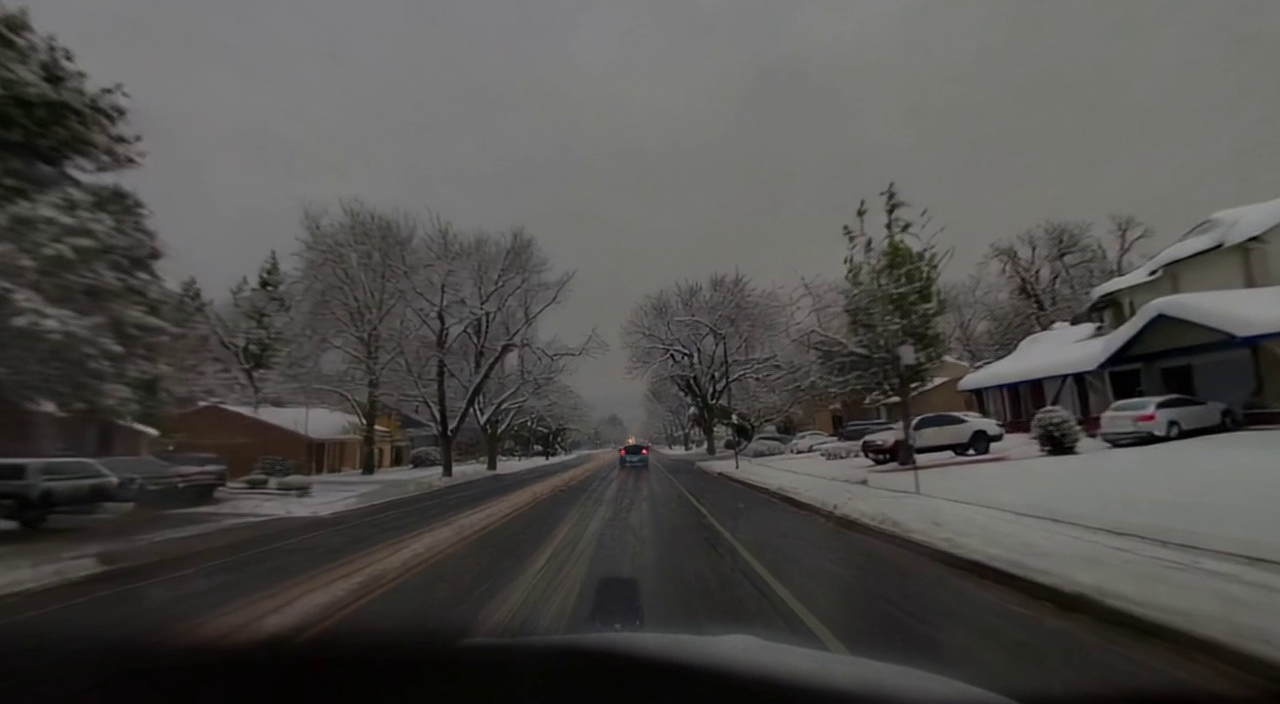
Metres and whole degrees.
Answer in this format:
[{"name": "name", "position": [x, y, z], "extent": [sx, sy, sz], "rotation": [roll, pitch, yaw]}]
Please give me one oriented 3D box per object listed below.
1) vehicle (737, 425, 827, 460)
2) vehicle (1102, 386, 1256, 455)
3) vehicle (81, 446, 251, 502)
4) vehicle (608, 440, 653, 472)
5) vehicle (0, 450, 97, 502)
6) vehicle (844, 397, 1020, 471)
[{"name": "vehicle", "position": [8.463, 5.449, 37.969], "extent": [4.740, 1.467, 2.074], "rotation": [-6, -8, -3]}, {"name": "vehicle", "position": [15.478, 1.934, 18.096], "extent": [4.462, 1.699, 2.145], "rotation": [2, -9, -35]}, {"name": "vehicle", "position": [-17.184, 4.415, 23.114], "extent": [4.463, 1.917, 1.970], "rotation": [1, -9, -5]}, {"name": "vehicle", "position": [-0.477, 5.157, 31.471], "extent": [2.098, 1.483, 4.099], "rotation": [0, -9, -1]}, {"name": "vehicle", "position": [-22.671, 4.435, 22.840], "extent": [4.181, 1.784, 1.907], "rotation": [0, -9, -1]}, {"name": "vehicle", "position": [9.473, 2.716, 20.805], "extent": [4.634, 1.723, 1.966], "rotation": [-7, -9, -3]}]
